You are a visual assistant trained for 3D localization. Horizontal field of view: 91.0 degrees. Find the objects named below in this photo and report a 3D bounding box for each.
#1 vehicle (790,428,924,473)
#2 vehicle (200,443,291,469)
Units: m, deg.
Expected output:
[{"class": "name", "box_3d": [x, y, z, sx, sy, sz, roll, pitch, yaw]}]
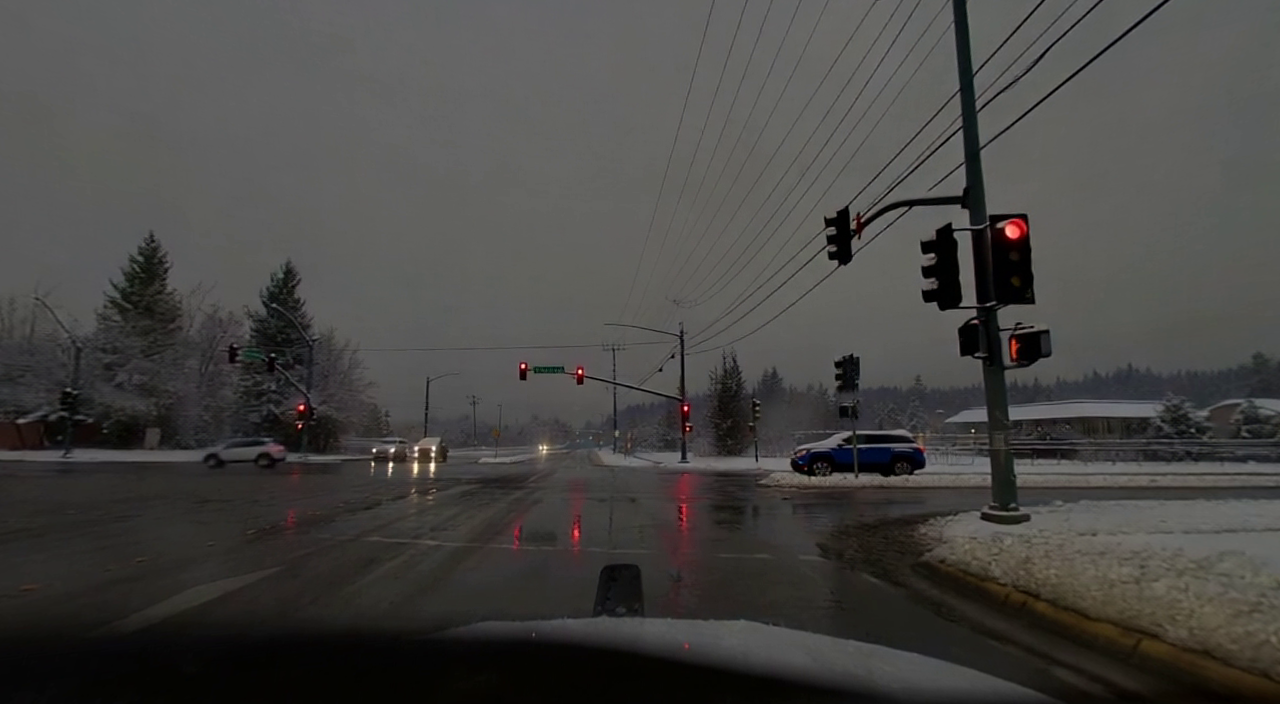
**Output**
[{"class": "vehicle", "box_3d": [8.694, 4.018, 25.732, 4.884, 1.714, 2.021, -2, -9, 12]}, {"class": "vehicle", "box_3d": [-24.618, 6.466, 39.342, 4.529, 1.566, 1.842, -1, -9, 8]}]
